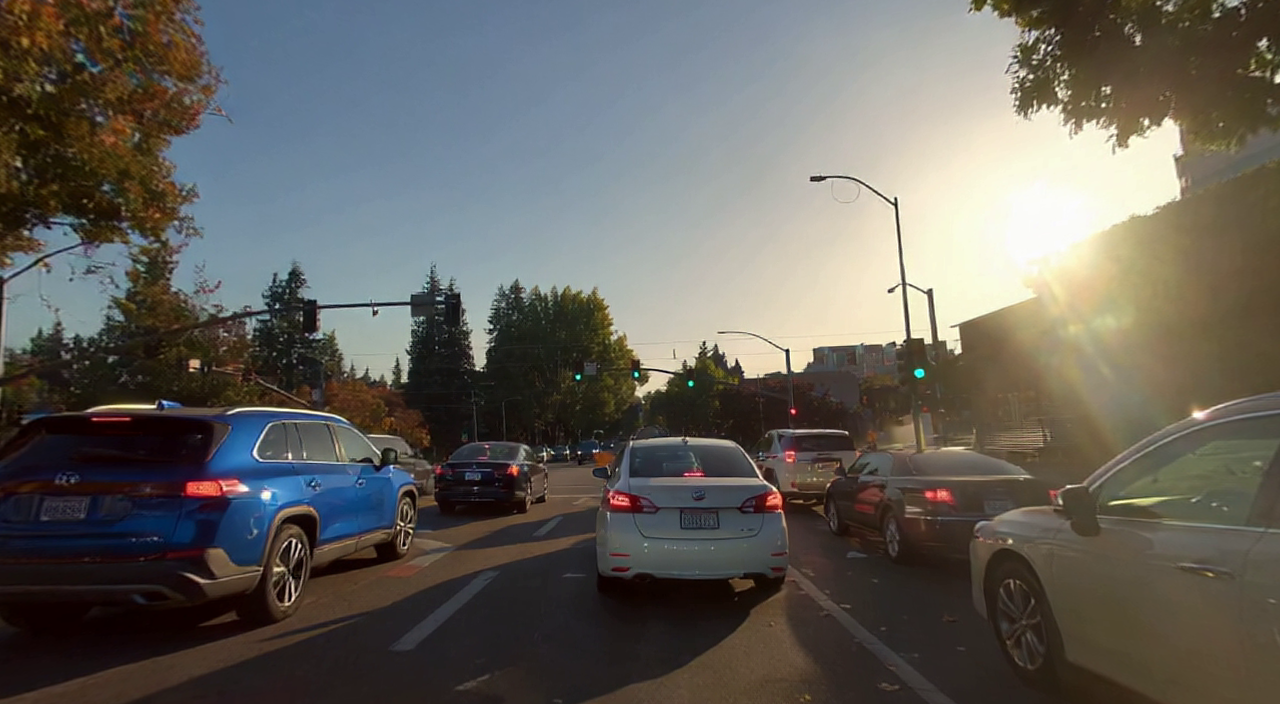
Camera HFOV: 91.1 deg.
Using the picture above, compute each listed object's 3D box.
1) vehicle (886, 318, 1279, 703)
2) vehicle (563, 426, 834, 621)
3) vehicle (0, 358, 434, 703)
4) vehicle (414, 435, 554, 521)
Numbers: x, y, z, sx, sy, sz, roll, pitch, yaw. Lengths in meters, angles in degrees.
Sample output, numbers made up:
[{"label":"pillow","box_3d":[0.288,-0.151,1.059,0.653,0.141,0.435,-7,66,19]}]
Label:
[{"label":"vehicle","box_3d":[3.044,0.917,3.042,1.880,1.747,4.500,0,-8,0]},{"label":"vehicle","box_3d":[0.439,1.599,6.795,2.051,1.460,3.932,0,-8,0]},{"label":"vehicle","box_3d":[-3.459,1.226,5.280,1.889,1.767,4.289,0,-8,1]},{"label":"vehicle","box_3d":[-3.070,2.566,13.318,1.868,1.516,4.114,0,-8,1]}]
